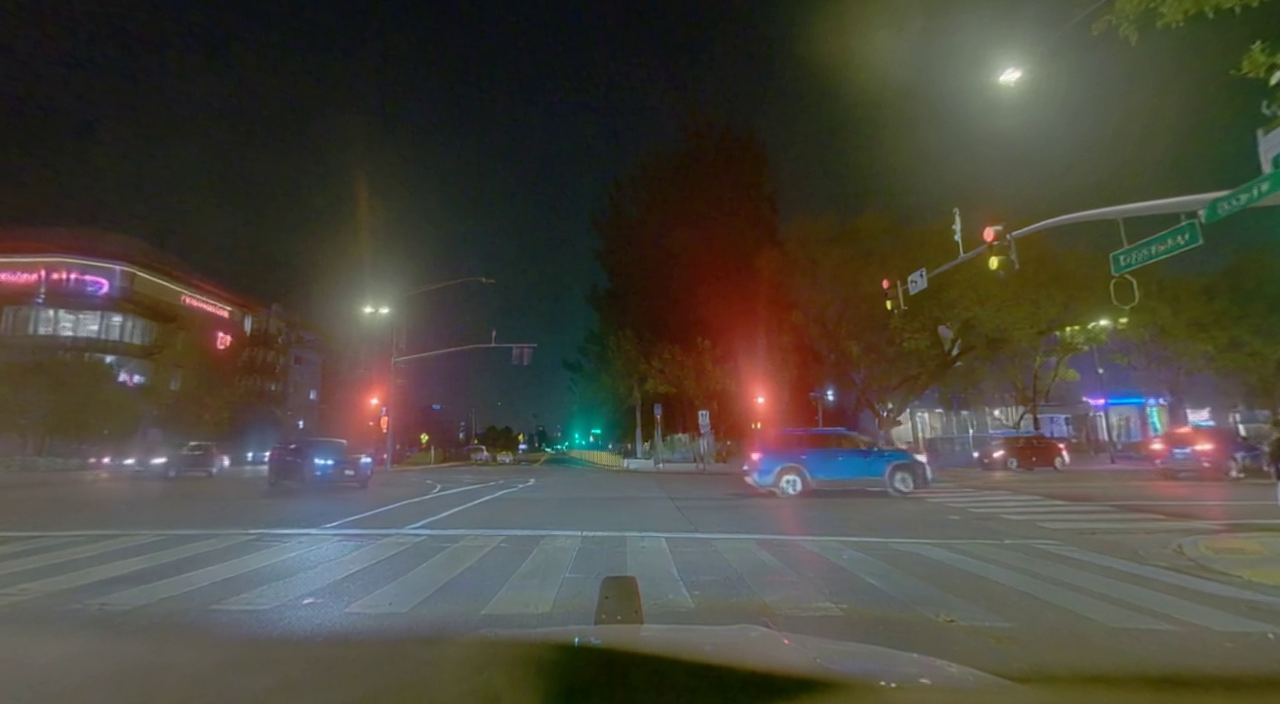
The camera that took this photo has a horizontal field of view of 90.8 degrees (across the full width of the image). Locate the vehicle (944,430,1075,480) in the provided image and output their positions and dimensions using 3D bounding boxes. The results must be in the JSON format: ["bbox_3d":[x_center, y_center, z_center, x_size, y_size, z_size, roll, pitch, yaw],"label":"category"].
[{"bbox_3d":[14.457,3.982,24.695,4.742,1.762,2.180,4,-10,-29],"label":"vehicle"}]

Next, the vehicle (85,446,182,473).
[{"bbox_3d":[-31.011,6.558,38.921,1.892,1.525,5.171,0,-8,-3],"label":"vehicle"}]

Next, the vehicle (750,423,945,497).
[{"bbox_3d":[5.444,2.886,17.077,4.509,1.821,2.066,0,-8,-2],"label":"vehicle"}]

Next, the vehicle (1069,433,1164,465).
[{"bbox_3d":[27.655,5.680,36.939,2.156,1.719,4.780,-1,-8,6],"label":"vehicle"}]

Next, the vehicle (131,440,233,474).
[{"bbox_3d":[-23.882,5.457,33.180,1.951,1.609,4.693,0,-8,-2],"label":"vehicle"}]

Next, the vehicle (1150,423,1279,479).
[{"bbox_3d":[21.361,3.629,23.367,6.196,1.777,2.457,7,-11,-38],"label":"vehicle"}]

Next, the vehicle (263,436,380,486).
[{"bbox_3d":[-10.959,3.672,21.609,4.312,1.540,2.007,-7,-11,41],"label":"vehicle"}]
